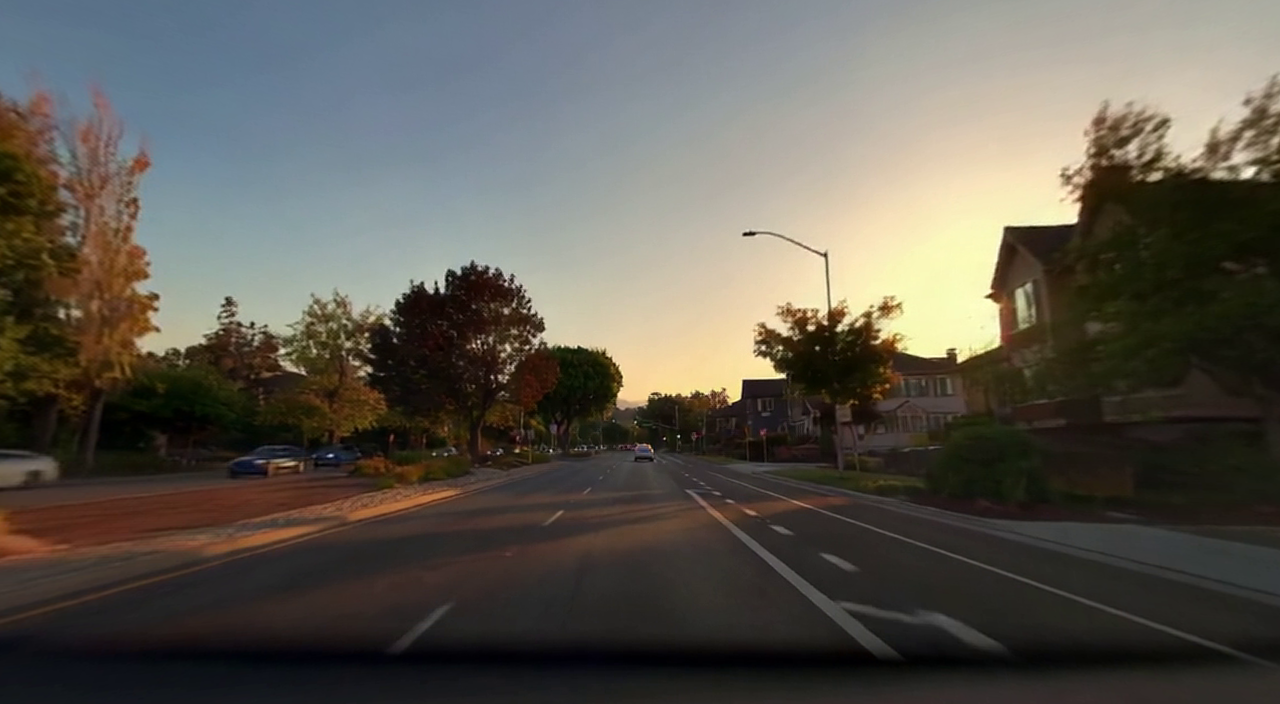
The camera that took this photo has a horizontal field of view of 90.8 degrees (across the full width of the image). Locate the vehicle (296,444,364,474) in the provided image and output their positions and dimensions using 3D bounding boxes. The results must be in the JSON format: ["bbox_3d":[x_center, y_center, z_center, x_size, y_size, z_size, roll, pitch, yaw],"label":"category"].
[{"bbox_3d":[-20.010,6.902,41.037,1.984,1.790,4.830,0,-9,-1],"label":"vehicle"}]

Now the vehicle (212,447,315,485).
[{"bbox_3d":[-16.144,4.884,27.354,1.773,1.505,4.280,0,-9,0],"label":"vehicle"}]
